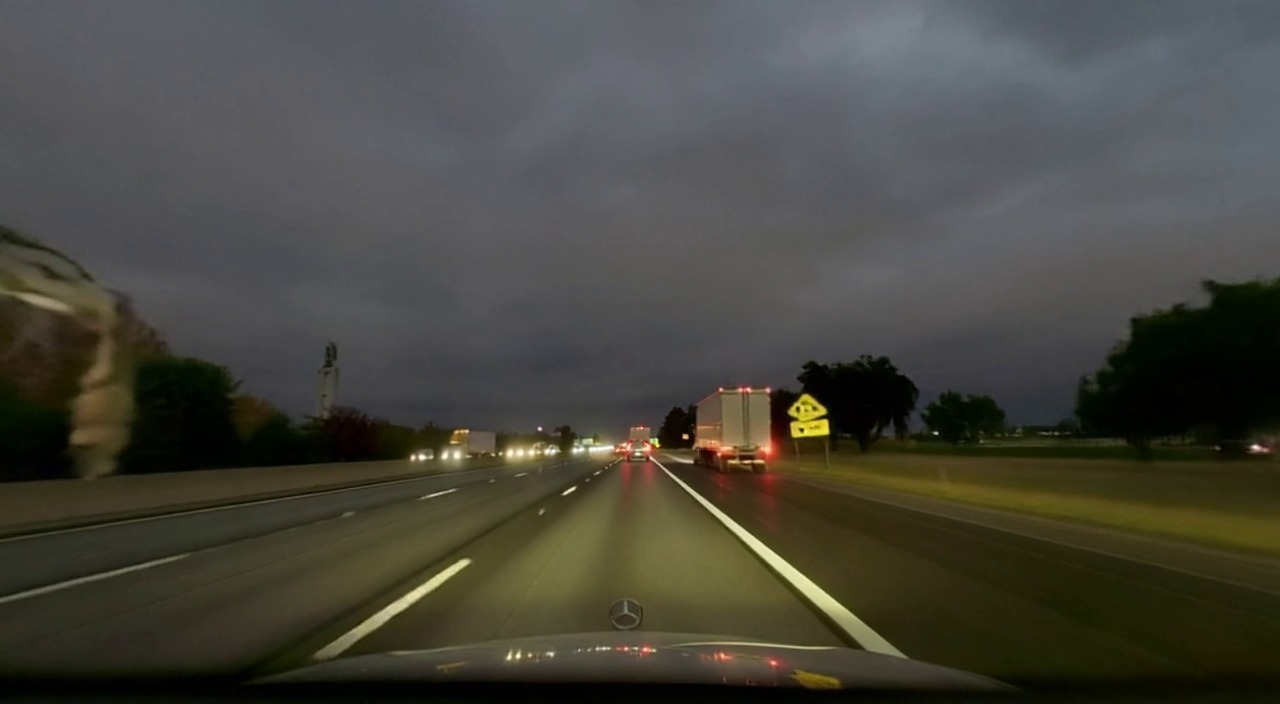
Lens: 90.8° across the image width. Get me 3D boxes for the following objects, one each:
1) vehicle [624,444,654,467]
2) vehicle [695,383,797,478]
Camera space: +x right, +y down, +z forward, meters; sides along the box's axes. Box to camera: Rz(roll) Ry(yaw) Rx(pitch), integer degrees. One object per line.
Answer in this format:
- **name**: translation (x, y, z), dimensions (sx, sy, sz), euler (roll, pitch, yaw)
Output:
- **vehicle**: translation (-0.083, 7.169, 43.882), dimensions (1.972, 1.492, 3.697), euler (0, -9, 0)
- **vehicle**: translation (5.211, 4.477, 34.634), dimensions (2.893, 4.114, 14.332), euler (0, -9, -1)
